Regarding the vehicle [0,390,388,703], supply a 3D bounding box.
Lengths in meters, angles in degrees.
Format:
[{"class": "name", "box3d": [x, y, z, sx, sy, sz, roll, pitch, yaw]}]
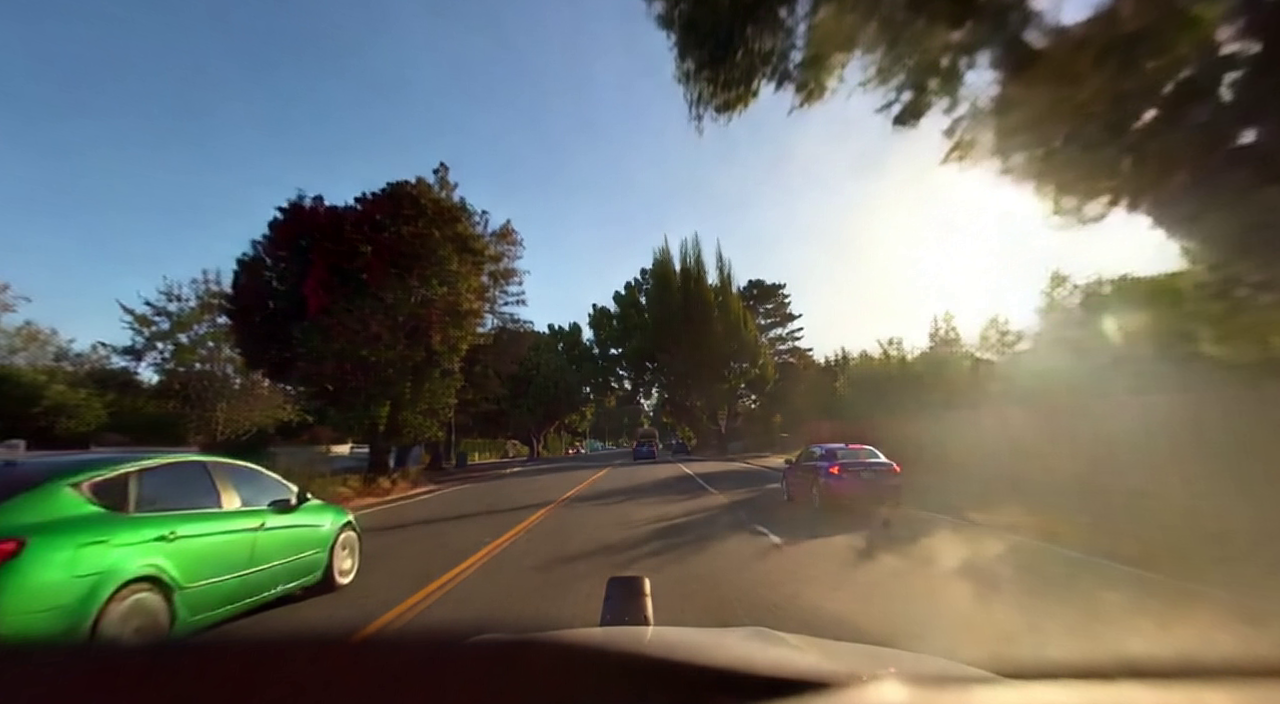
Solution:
[{"class": "vehicle", "box3d": [-3.691, 1.122, 3.966, 2.162, 1.546, 4.889, -1, -7, 0]}]

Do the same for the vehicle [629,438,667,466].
[{"class": "vehicle", "box3d": [0.512, 6.070, 38.650, 2.206, 1.525, 4.695, -1, -7, 1]}]

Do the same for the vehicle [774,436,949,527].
[{"class": "vehicle", "box3d": [4.170, 2.456, 12.790, 1.943, 1.471, 4.515, -1, -7, 0]}]
